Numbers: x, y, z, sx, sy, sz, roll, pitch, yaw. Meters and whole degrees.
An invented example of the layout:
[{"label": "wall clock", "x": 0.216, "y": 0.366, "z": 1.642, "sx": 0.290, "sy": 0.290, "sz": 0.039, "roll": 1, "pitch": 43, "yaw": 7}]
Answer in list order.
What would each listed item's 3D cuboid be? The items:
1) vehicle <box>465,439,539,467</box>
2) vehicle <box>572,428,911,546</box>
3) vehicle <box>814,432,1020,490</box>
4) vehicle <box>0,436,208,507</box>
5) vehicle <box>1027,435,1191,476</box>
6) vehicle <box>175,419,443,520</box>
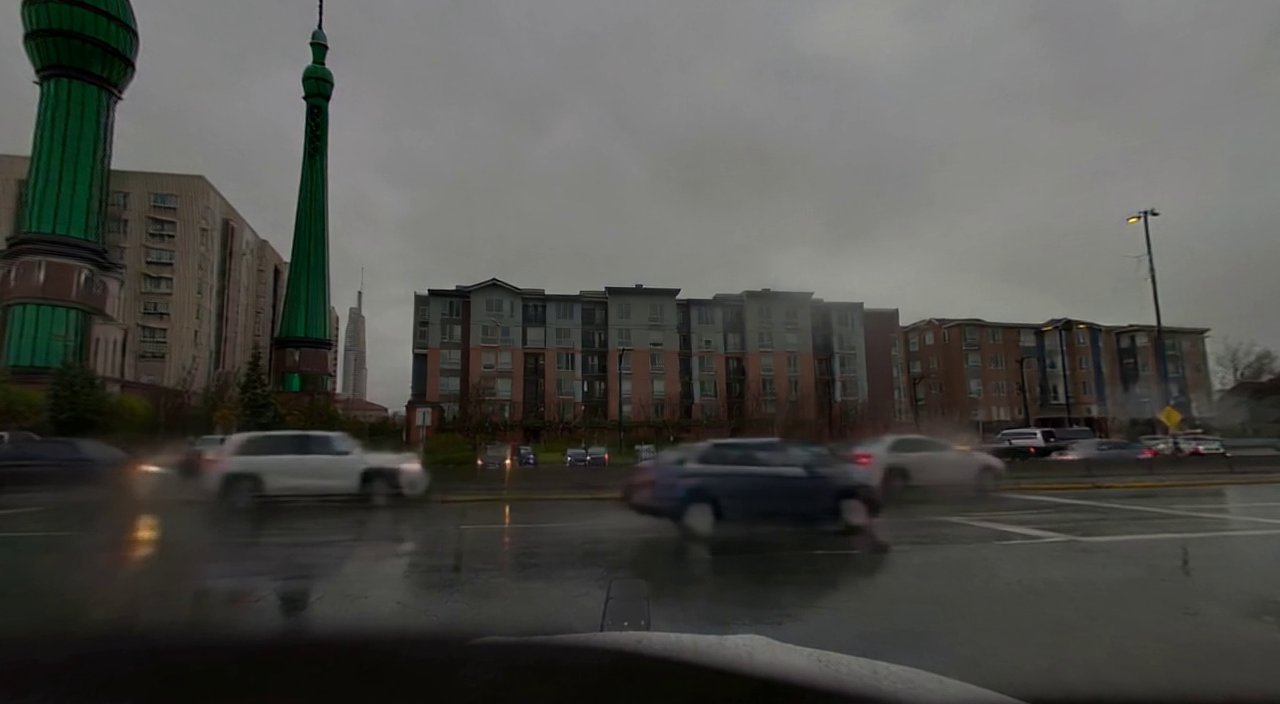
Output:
[{"label": "vehicle", "x": -10.168, "y": 7.471, "z": 46.552, "sx": 4.920, "sy": 1.956, "sz": 1.865, "roll": -2, "pitch": -9, "yaw": 15}, {"label": "vehicle", "x": 1.375, "y": 1.961, "z": 9.663, "sx": 4.685, "sy": 1.528, "sz": 2.014, "roll": 1, "pitch": -8, "yaw": -9}, {"label": "vehicle", "x": 7.560, "y": 2.969, "z": 17.428, "sx": 4.818, "sy": 1.470, "sz": 1.989, "roll": 1, "pitch": -9, "yaw": -9}, {"label": "vehicle", "x": -12.939, "y": 2.652, "z": 14.238, "sx": 4.795, "sy": 1.465, "sz": 1.882, "roll": 1, "pitch": -9, "yaw": -8}, {"label": "vehicle", "x": 17.624, "y": 3.890, "z": 23.811, "sx": 4.921, "sy": 1.453, "sz": 1.894, "roll": 1, "pitch": -9, "yaw": -7}, {"label": "vehicle", "x": -5.995, "y": 2.173, "z": 11.957, "sx": 4.011, "sy": 1.697, "sz": 1.857, "roll": 1, "pitch": -9, "yaw": -9}]
